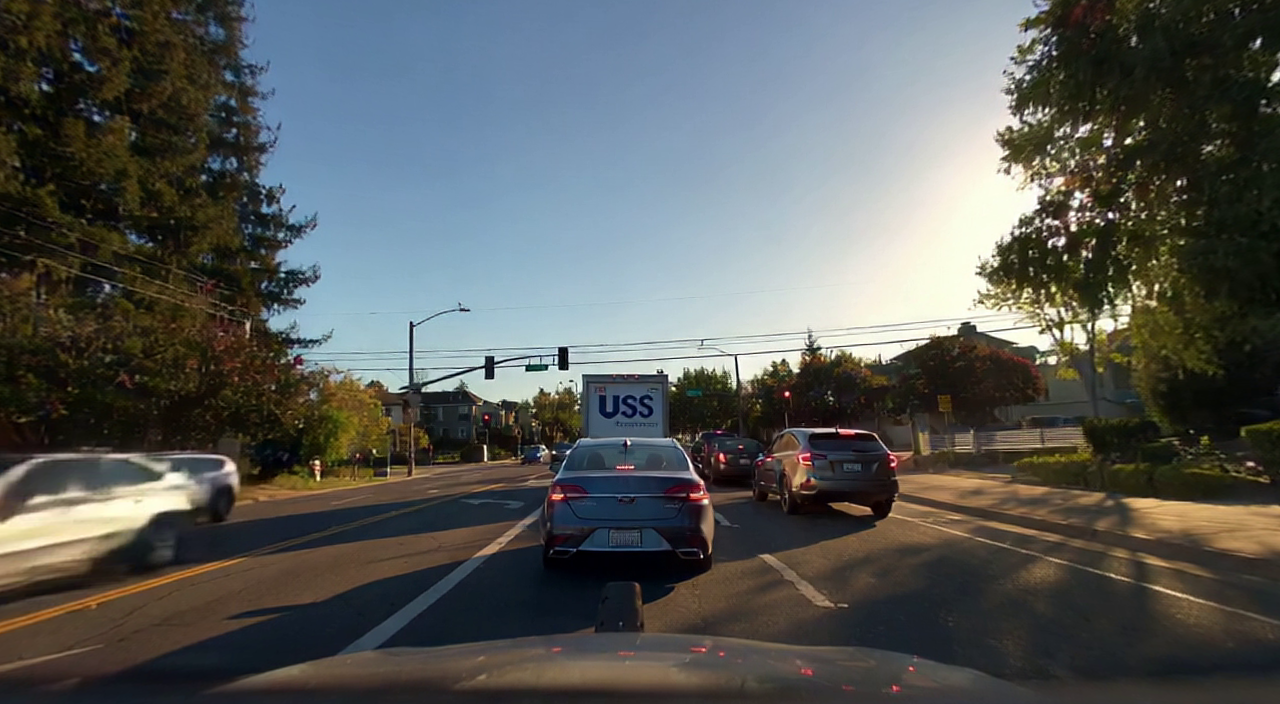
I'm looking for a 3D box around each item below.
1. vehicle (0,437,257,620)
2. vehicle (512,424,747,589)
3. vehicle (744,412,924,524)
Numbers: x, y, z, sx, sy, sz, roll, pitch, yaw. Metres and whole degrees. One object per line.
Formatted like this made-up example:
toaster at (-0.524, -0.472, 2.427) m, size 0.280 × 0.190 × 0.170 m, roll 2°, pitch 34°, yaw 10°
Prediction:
vehicle at (-6.275, 1.647, 6.406) m, size 1.800 × 1.520 × 4.691 m, roll 0°, pitch -8°, yaw 0°
vehicle at (-0.150, 1.718, 7.927) m, size 2.135 × 1.483 × 4.207 m, roll 0°, pitch -8°, yaw -2°
vehicle at (3.603, 2.256, 12.822) m, size 2.145 × 1.847 × 4.524 m, roll 0°, pitch -8°, yaw -1°
